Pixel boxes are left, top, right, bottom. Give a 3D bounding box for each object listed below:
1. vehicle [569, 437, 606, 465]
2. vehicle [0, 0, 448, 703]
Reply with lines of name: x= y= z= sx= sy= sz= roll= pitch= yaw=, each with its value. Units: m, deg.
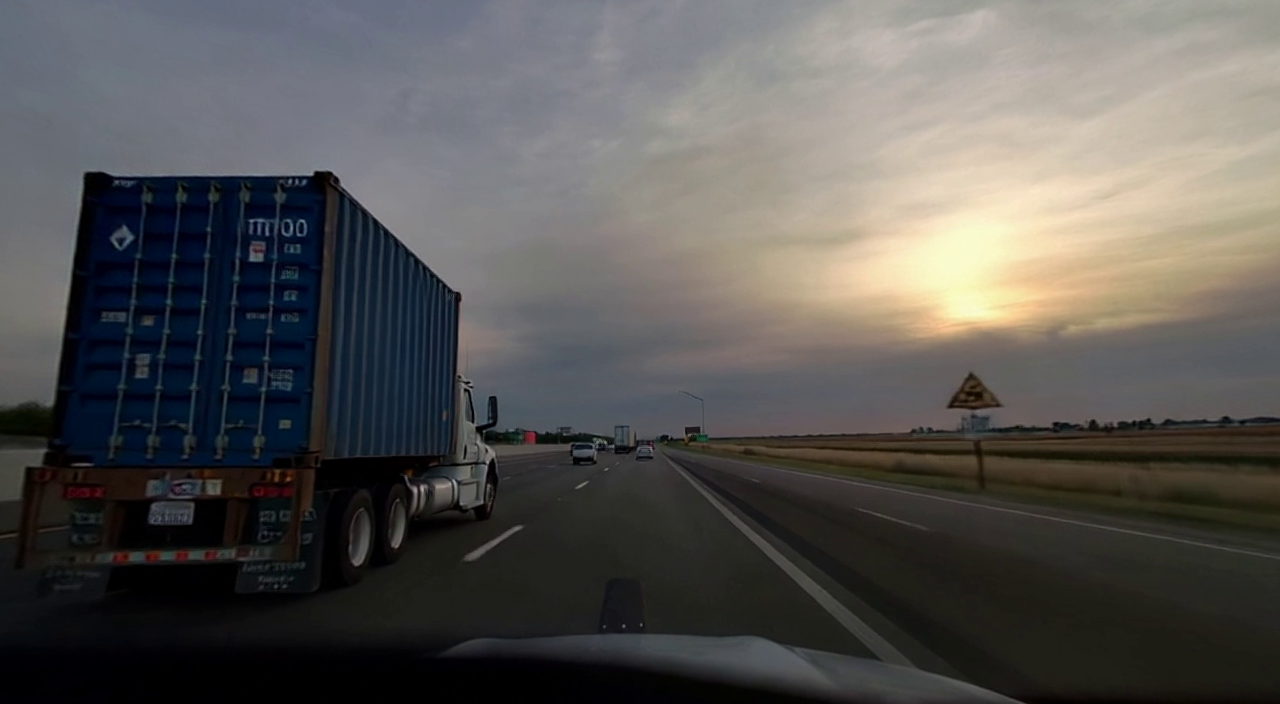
vehicle: x=-3.430 y=6.585 z=42.109 sx=1.995 sy=1.745 sz=4.187 roll=0 pitch=-8 yaw=1
vehicle: x=-4.056 y=-0.347 z=1.440 sx=2.840 sy=4.032 sz=13.388 roll=0 pitch=-8 yaw=1
